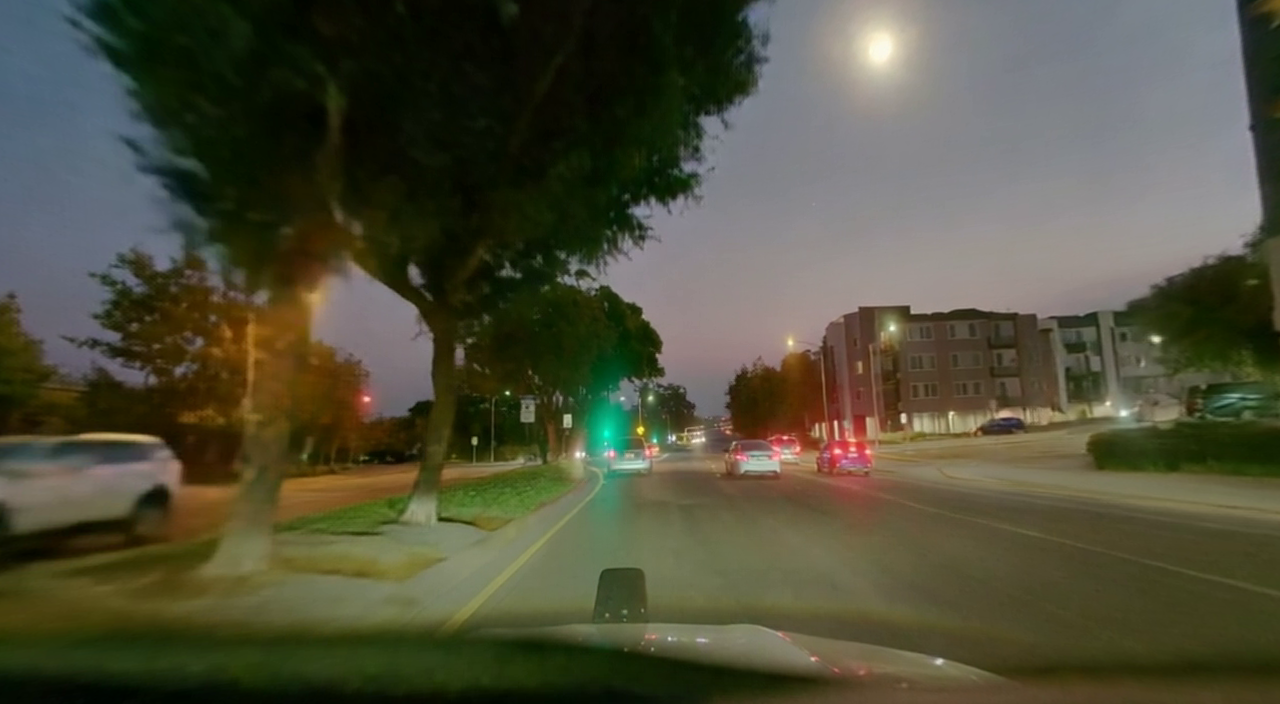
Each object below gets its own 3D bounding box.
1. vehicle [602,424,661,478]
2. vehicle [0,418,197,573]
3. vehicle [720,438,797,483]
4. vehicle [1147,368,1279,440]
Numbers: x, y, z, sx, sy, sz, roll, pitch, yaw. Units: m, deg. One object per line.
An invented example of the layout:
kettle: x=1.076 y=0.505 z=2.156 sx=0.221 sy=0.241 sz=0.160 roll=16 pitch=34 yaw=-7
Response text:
vehicle: x=-0.489 y=4.382 z=28.119 sx=2.396 sy=2.143 sz=4.824 roll=0 pitch=-8 yaw=-4
vehicle: x=-8.872 y=1.967 z=9.069 sx=1.873 sy=1.894 sz=4.186 roll=0 pitch=-8 yaw=0
vehicle: x=4.302 y=4.026 z=23.685 sx=2.075 sy=1.486 sz=4.316 roll=0 pitch=-8 yaw=0
vehicle: x=38.845 y=3.055 z=39.245 sx=10.985 sy=3.740 sz=2.994 roll=-6 pitch=-9 yaw=5
